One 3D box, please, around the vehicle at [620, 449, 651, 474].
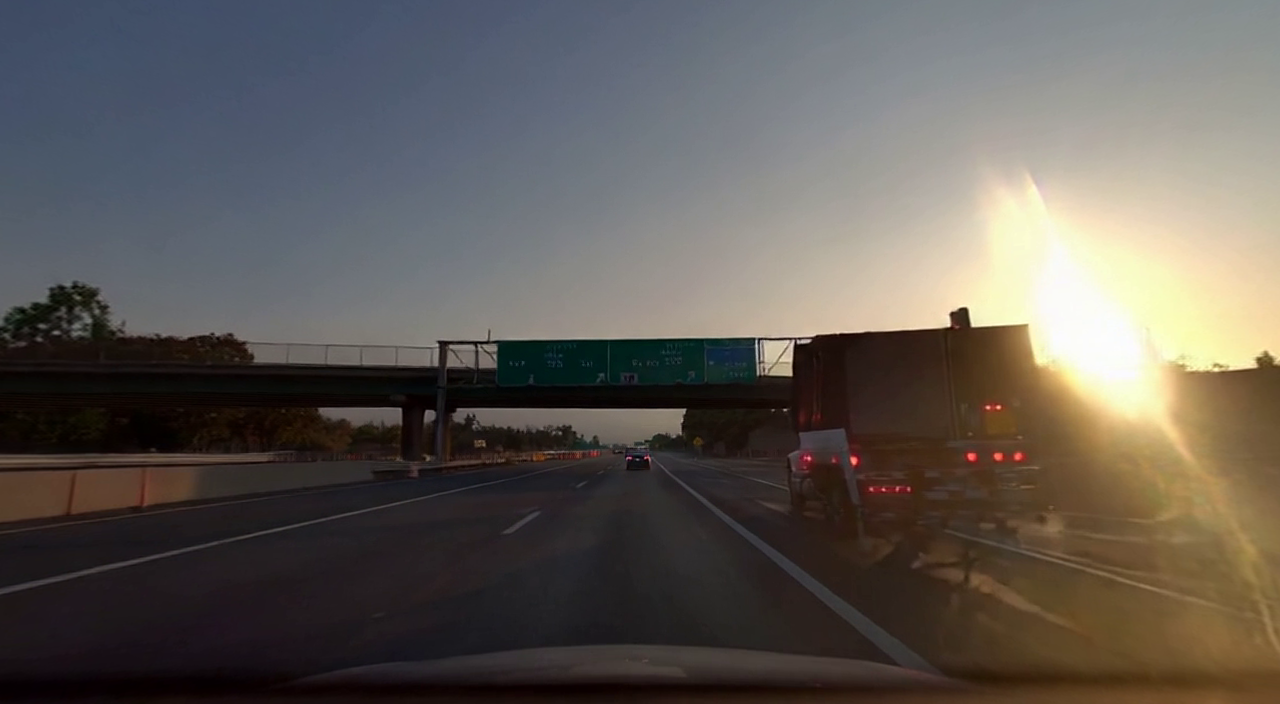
[{"bbox_3d":[-0.224,6.519,37.756,1.695,1.437,3.506,0,-9,2],"label":"vehicle"}]
